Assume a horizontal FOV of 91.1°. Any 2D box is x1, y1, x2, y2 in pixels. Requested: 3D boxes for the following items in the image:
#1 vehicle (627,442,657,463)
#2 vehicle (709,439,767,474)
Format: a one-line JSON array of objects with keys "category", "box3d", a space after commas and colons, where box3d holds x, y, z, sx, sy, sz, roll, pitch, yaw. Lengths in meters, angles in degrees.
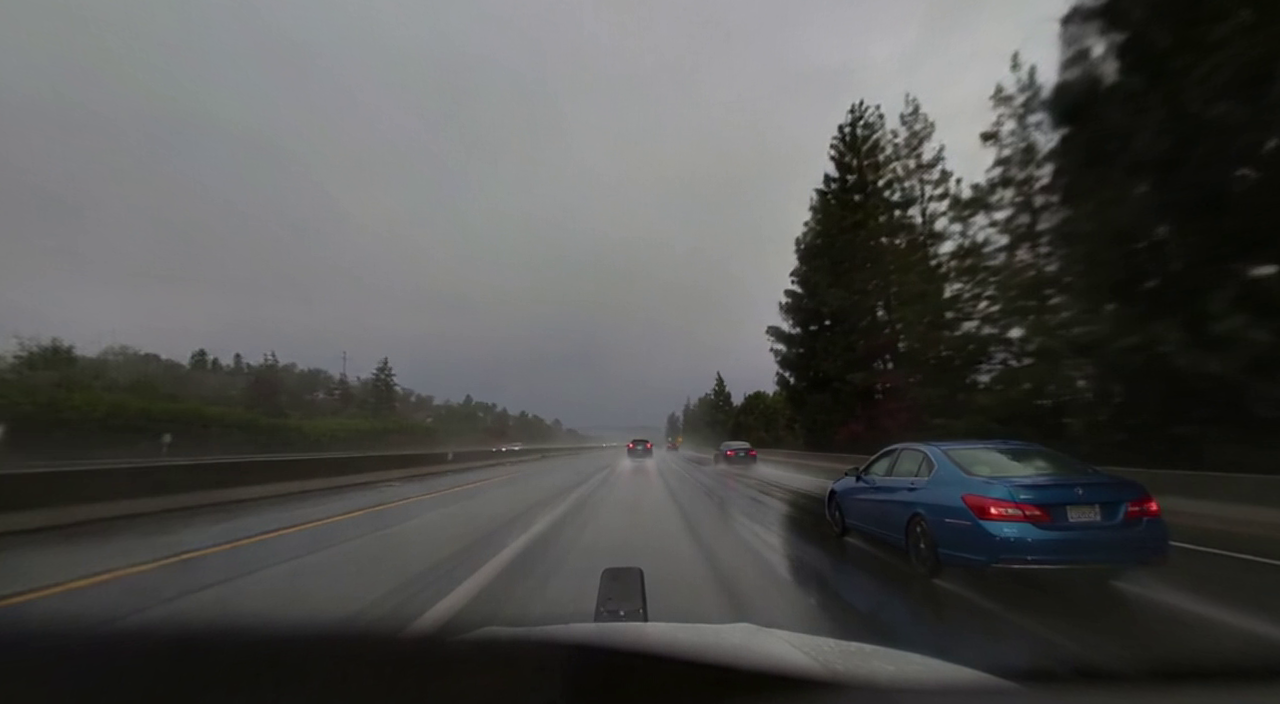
[{"category": "vehicle", "box3d": [0.123, 7.341, 45.859, 2.052, 1.449, 3.857, 0, -8, 0]}, {"category": "vehicle", "box3d": [4.583, 4.982, 30.133, 2.008, 1.524, 4.598, 0, -8, 0]}]
